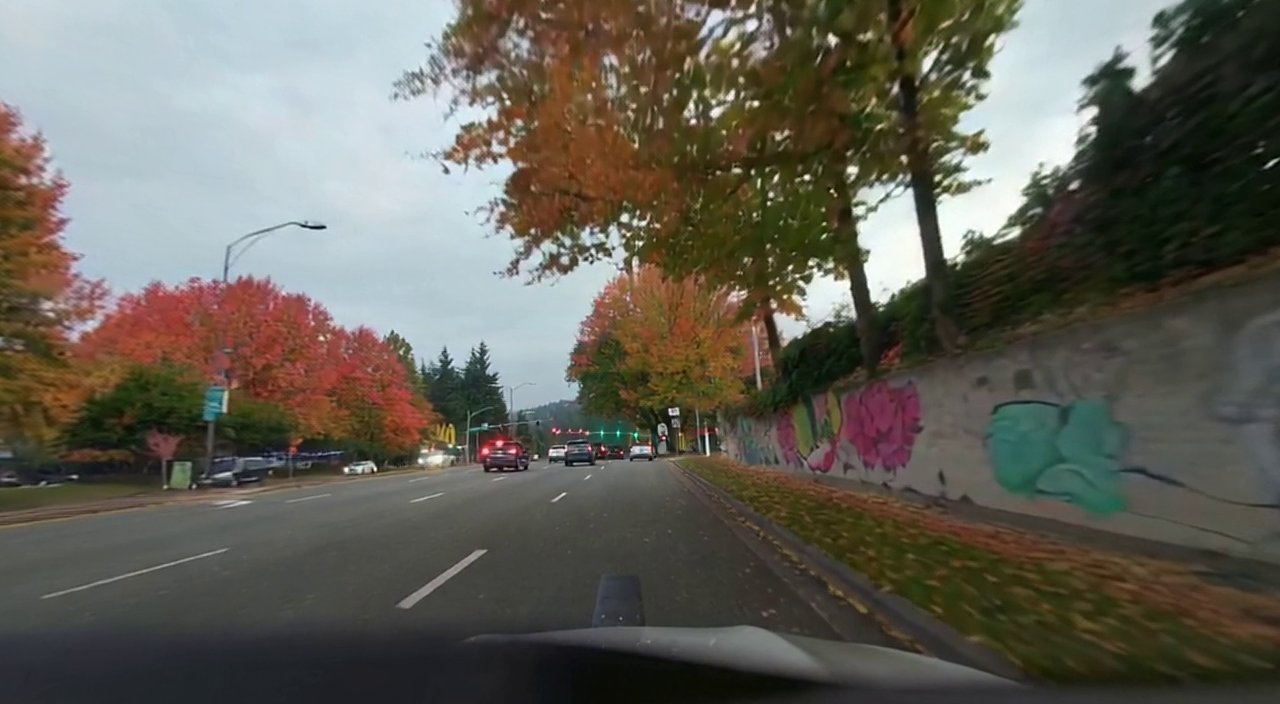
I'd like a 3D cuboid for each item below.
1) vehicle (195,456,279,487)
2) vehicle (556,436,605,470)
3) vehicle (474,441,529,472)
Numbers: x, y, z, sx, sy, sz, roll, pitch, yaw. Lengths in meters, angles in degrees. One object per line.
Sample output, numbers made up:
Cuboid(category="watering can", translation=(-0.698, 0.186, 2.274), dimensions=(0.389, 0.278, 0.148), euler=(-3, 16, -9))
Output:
Cuboid(category="vehicle", translation=(-23.675, 7.017, 37.176), dimensions=(1.955, 1.631, 4.469), euler=(0, -9, 0))
Cuboid(category="vehicle", translation=(-3.194, 5.553, 34.697), dimensions=(2.165, 1.663, 4.513), euler=(0, -9, 1))
Cuboid(category="vehicle", translation=(-7.532, 5.738, 34.681), dimensions=(1.932, 1.596, 4.247), euler=(0, -9, 1))
